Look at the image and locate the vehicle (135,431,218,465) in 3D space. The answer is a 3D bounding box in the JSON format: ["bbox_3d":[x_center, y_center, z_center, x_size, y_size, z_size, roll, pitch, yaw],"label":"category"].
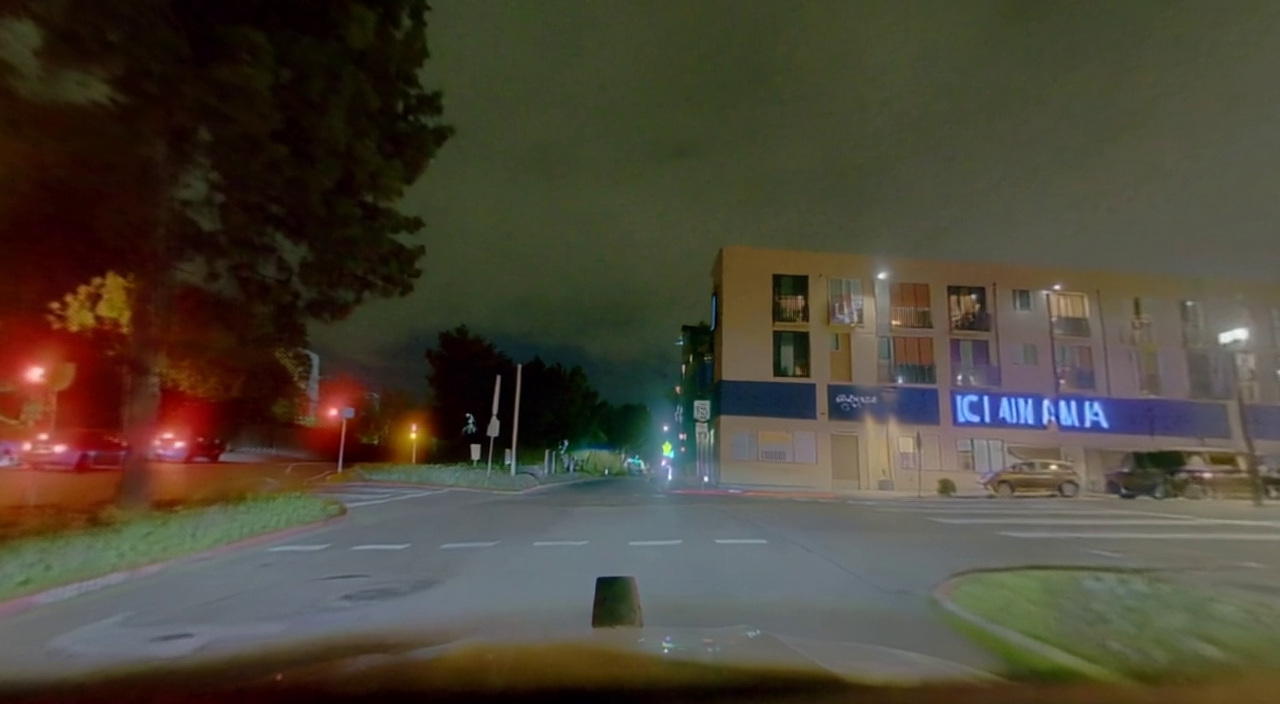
[{"bbox_3d":[-25.937,5.345,35.389,1.870,1.563,4.039,-3,-6,-4],"label":"vehicle"}]

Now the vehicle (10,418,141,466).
[{"bbox_3d":[-22.332,3.664,25.140,1.675,1.587,3.980,-2,-12,-4],"label":"vehicle"}]
